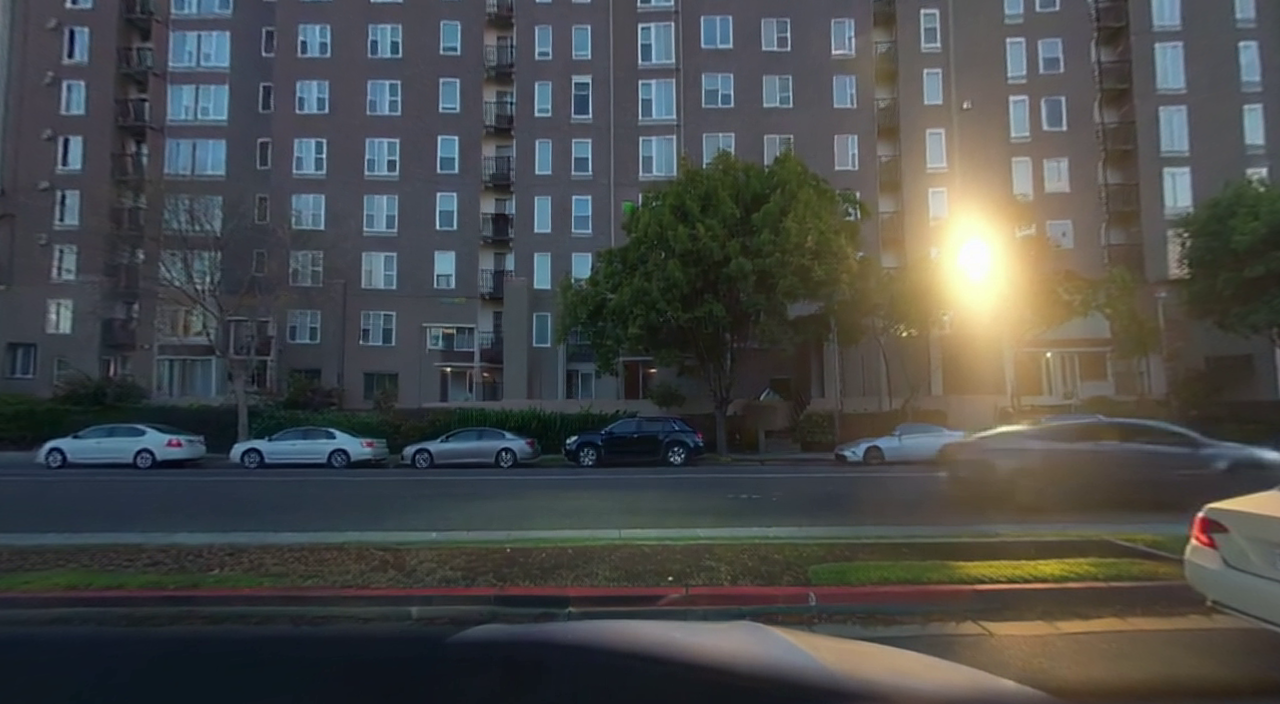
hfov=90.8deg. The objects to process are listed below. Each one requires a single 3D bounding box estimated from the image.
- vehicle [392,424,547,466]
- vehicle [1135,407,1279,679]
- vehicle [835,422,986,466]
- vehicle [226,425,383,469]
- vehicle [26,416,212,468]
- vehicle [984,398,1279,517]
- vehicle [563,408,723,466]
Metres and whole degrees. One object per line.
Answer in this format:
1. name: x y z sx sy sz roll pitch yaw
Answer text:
1. vehicle: -5.768 3.249 21.851 4.851 1.339 1.785 0 -11 -3
2. vehicle: 5.861 1.045 3.409 4.714 1.471 1.978 0 -4 1
3. vehicle: 9.421 3.216 22.252 4.521 1.411 1.726 0 -7 -4
4. vehicle: -11.411 3.265 21.734 4.336 1.438 1.776 1 -9 -3
5. vehicle: -17.518 3.068 21.447 4.426 1.641 1.889 1 -9 -5
6. vehicle: 7.915 1.513 9.173 4.609 1.508 2.039 0 -9 1
7. vehicle: 0.030 3.013 22.037 5.299 1.860 2.098 1 -10 -5
